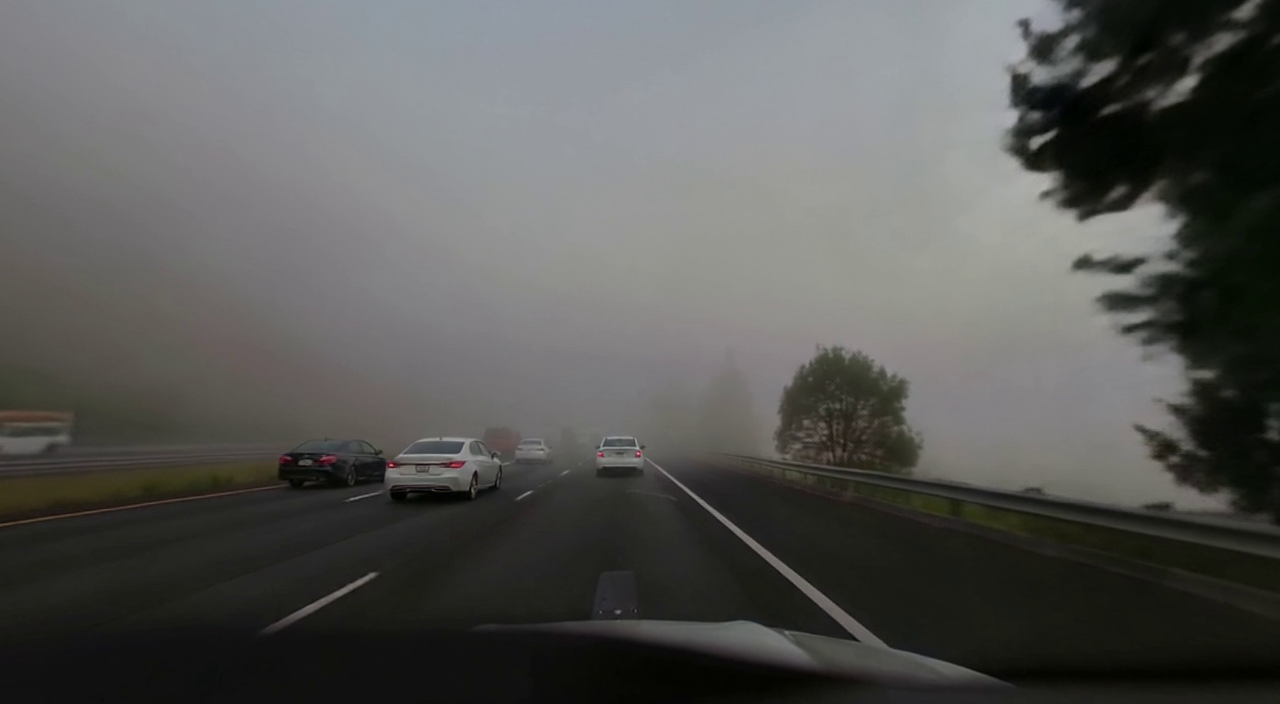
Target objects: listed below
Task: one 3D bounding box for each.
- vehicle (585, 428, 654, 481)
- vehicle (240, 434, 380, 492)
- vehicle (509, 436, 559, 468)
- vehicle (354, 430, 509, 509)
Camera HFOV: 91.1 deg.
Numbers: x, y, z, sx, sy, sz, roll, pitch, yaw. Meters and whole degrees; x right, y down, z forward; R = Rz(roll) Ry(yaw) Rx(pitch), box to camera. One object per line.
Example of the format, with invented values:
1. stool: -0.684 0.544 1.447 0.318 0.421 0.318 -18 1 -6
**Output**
1. vehicle: -0.681 3.500 21.852 2.178 1.658 3.916 0 -8 -1
2. vehicle: -9.221 3.091 17.979 1.850 1.439 3.932 0 -8 0
3. vehicle: -5.203 4.931 31.273 1.835 1.432 3.835 0 -8 0
4. vehicle: -4.392 2.505 14.076 1.971 1.464 4.386 0 -8 0
